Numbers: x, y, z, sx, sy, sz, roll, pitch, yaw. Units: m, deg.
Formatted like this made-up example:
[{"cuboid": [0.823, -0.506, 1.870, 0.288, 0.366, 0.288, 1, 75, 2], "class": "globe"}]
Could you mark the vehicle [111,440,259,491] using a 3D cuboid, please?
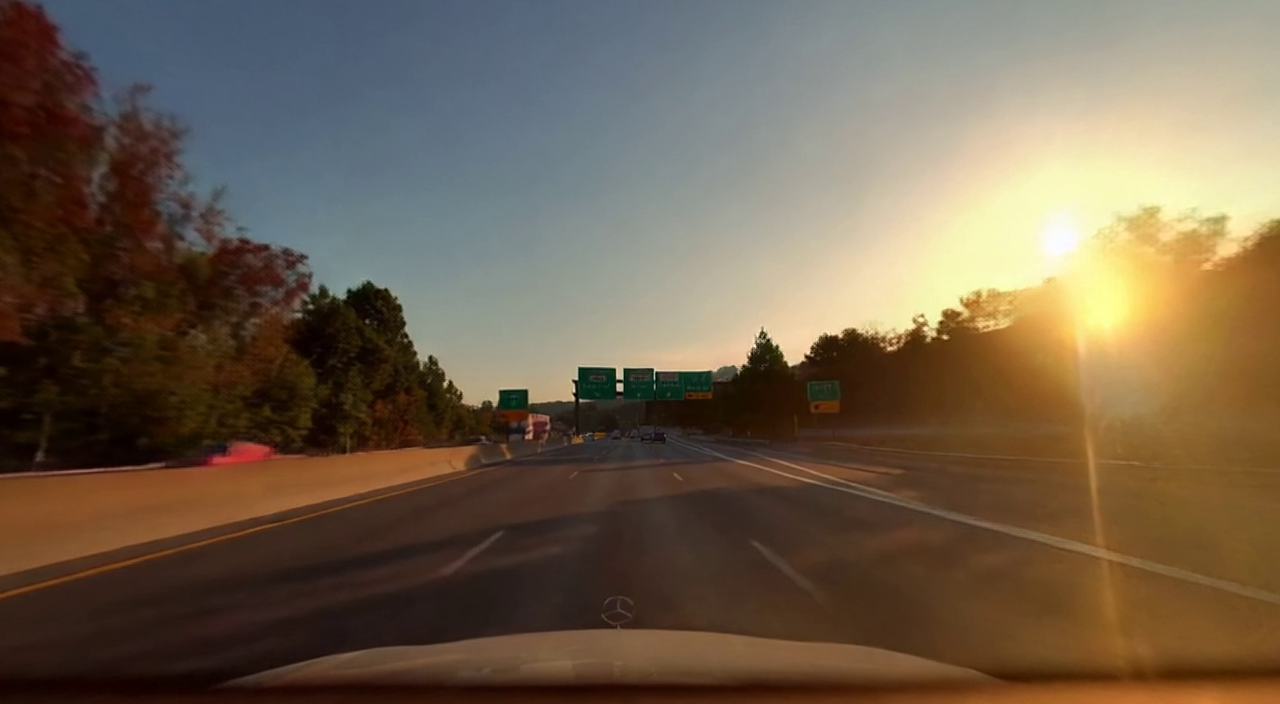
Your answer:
[{"cuboid": [-15.046, 3.713, 21.116, 1.903, 1.502, 4.120, 0, -8, -1], "class": "vehicle"}]

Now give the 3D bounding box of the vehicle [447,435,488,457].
[{"cuboid": [-12.449, 6.764, 45.614, 1.884, 1.503, 4.042, 0, -8, 0], "class": "vehicle"}]
